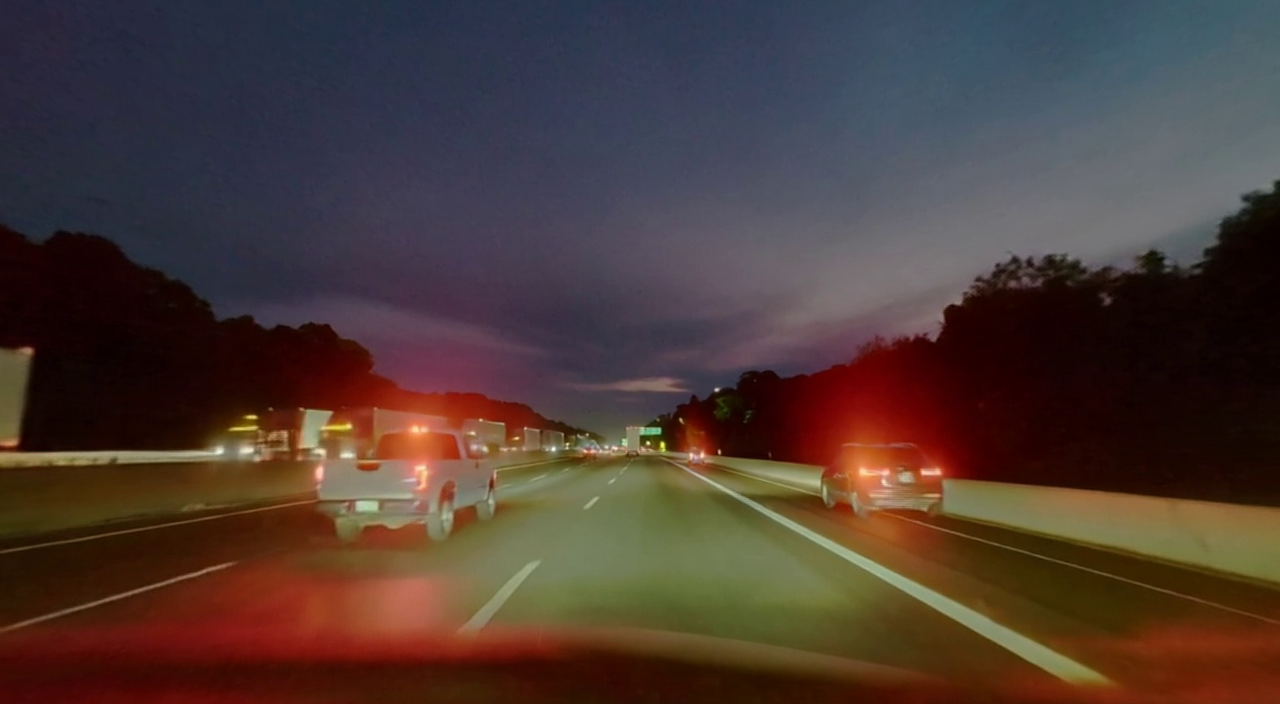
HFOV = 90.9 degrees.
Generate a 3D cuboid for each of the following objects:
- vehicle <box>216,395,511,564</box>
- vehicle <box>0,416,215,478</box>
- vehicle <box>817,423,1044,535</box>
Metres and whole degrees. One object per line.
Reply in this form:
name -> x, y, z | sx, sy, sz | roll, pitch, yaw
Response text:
vehicle -> -3.722, 1.865, 9.917 | 2.220, 1.928, 5.176 | 0, -9, 1
vehicle -> -14.098, 2.595, 17.113 | 1.967, 1.454, 4.432 | 0, -9, 0
vehicle -> 5.172, 2.326, 12.058 | 2.080, 1.725, 4.252 | 1, -9, -4
